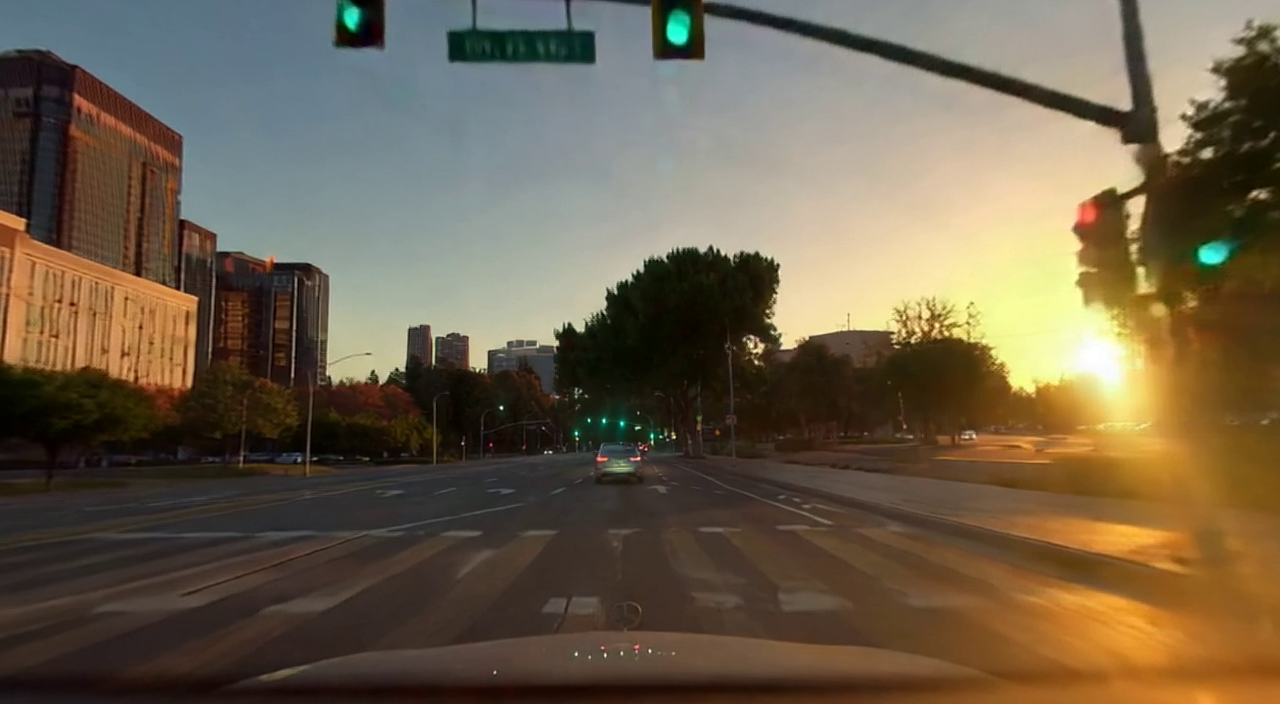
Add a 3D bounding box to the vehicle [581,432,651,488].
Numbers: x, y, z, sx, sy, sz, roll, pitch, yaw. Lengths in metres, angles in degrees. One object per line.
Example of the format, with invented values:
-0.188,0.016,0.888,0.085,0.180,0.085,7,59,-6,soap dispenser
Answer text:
-0.757,3.634,21.423,2.130,1.711,4.038,0,-9,-1,vehicle
